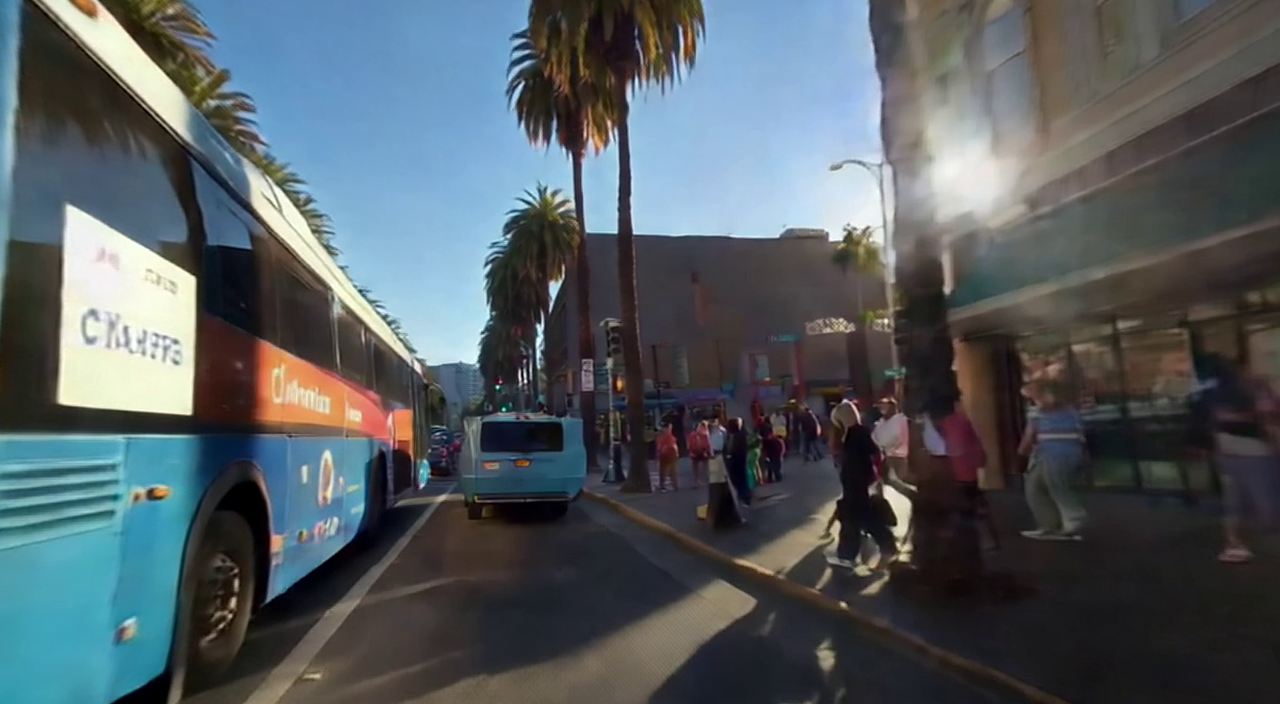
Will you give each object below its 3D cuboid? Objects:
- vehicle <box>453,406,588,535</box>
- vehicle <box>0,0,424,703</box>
[{"bbox_3d":[-2.405,2.117,11.834,2.002,1.907,4.211,2,-9,-17],"label":"vehicle"},{"bbox_3d":[-4.769,0.720,7.107,2.863,3.233,11.573,2,-9,-11],"label":"vehicle"}]
